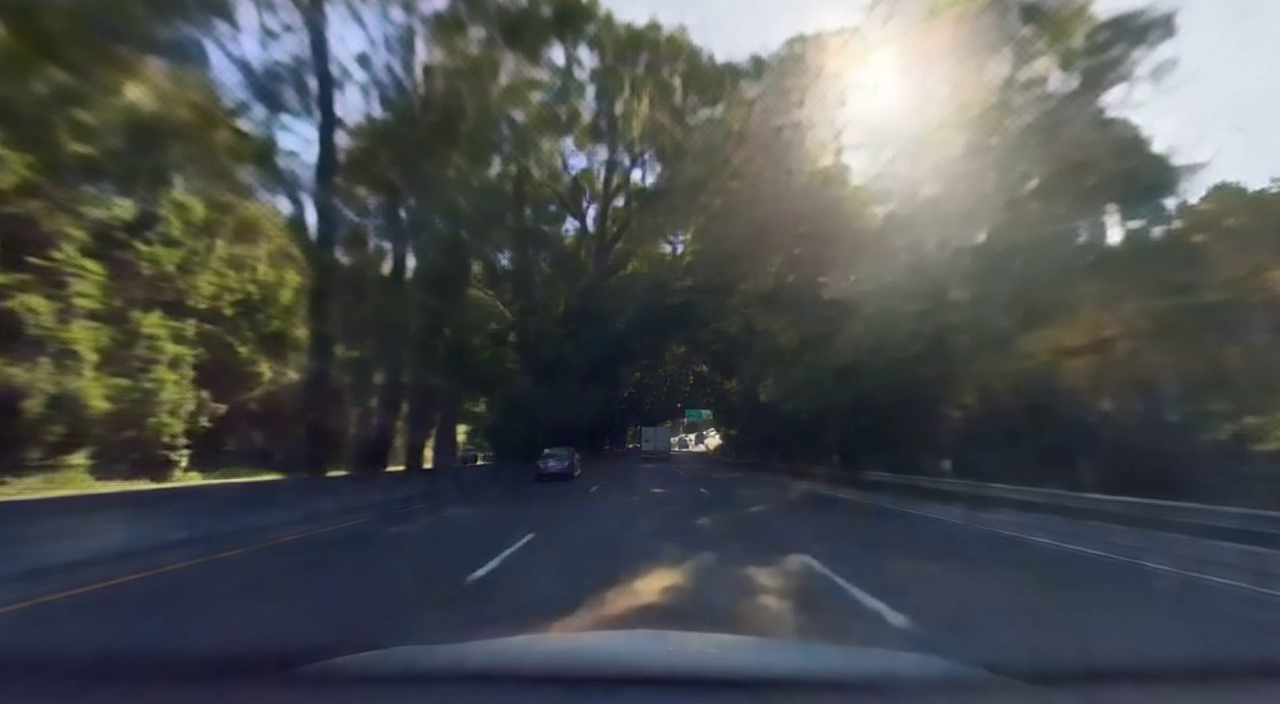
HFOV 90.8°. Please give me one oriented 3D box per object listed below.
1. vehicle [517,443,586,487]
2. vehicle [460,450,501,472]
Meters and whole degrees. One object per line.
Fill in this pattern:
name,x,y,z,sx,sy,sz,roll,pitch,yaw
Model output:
vehicle,-3.418,4.488,25.280,2.057,1.618,4.212,0,-9,1
vehicle,-12.074,8.255,48.045,1.926,1.566,4.142,0,-9,2
